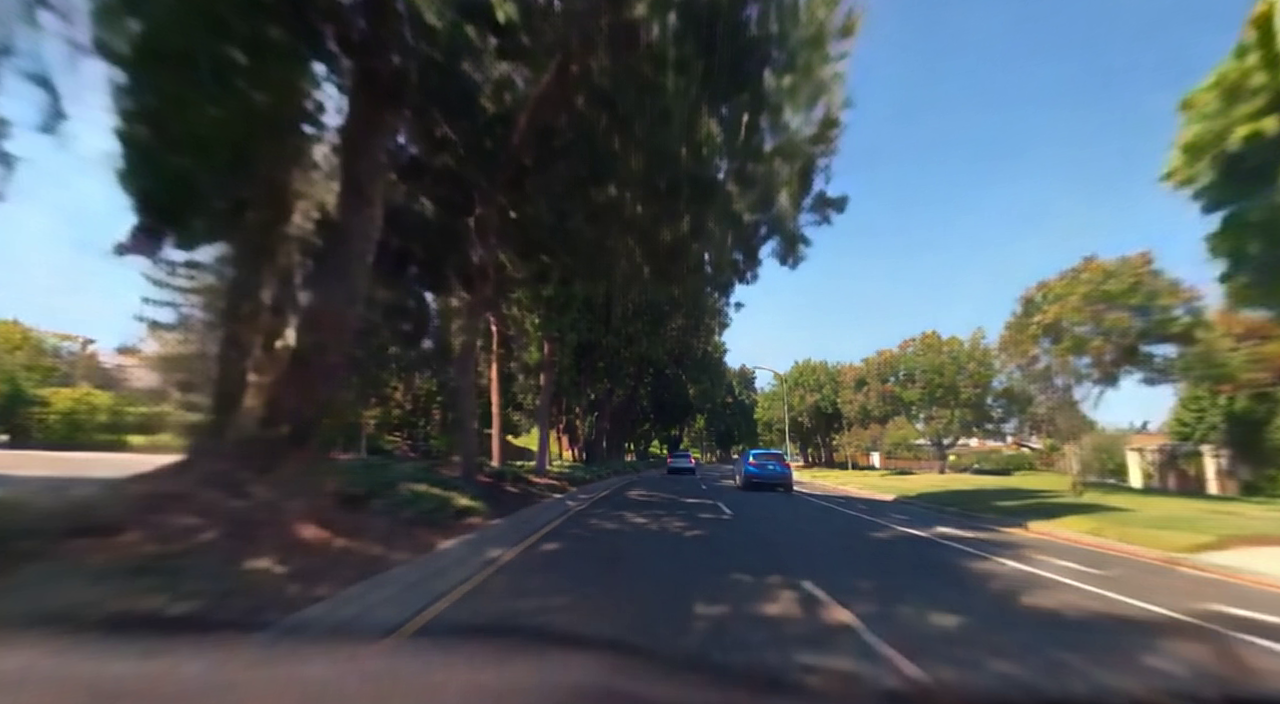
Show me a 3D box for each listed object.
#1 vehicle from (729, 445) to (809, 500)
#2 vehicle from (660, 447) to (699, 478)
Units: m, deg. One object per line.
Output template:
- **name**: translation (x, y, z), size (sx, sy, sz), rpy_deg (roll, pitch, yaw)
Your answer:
- **vehicle**: translation (4.275, 4.042, 21.509), size (1.971, 1.663, 4.287), rpy_deg (0, -8, 2)
- **vehicle**: translation (2.640, 7.117, 40.741), size (2.251, 1.822, 4.391), rpy_deg (-1, -9, 7)
